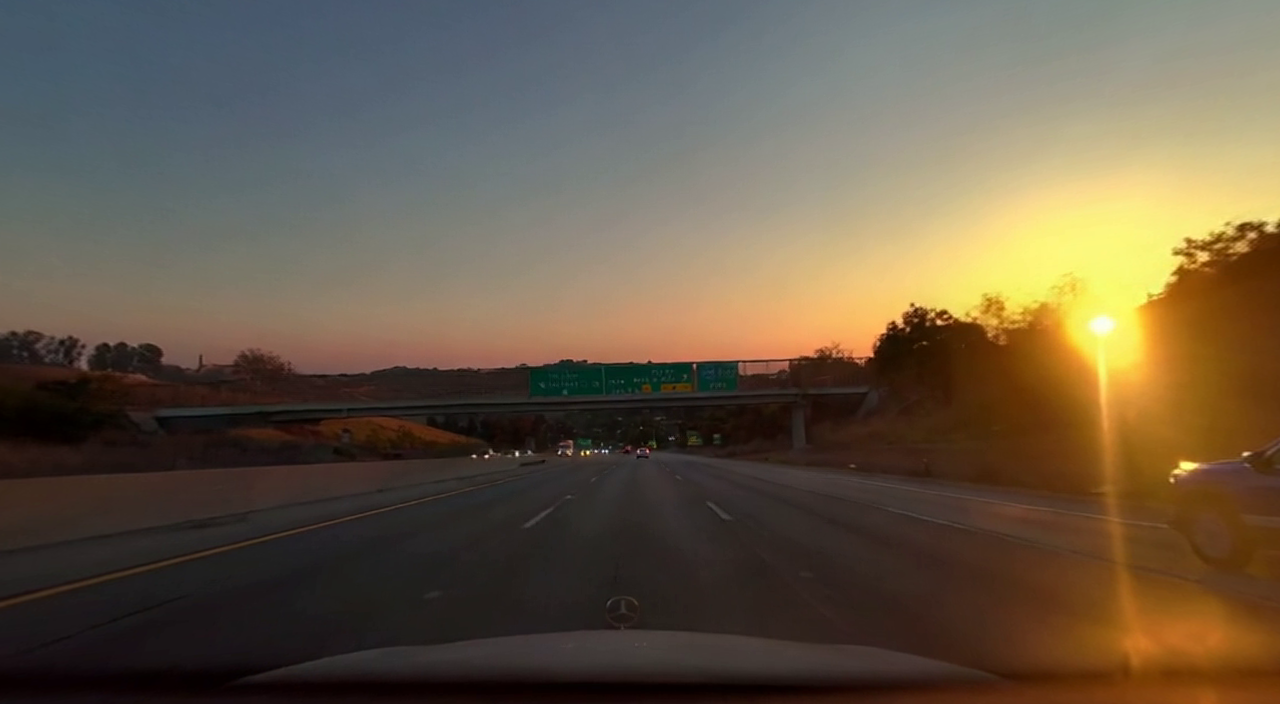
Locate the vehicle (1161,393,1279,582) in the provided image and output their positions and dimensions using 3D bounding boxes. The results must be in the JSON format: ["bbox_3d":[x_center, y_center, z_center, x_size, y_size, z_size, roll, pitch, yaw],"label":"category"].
[{"bbox_3d":[7.404,1.153,4.969,2.186,1.848,5.136,0,-9,1],"label":"vehicle"}]
